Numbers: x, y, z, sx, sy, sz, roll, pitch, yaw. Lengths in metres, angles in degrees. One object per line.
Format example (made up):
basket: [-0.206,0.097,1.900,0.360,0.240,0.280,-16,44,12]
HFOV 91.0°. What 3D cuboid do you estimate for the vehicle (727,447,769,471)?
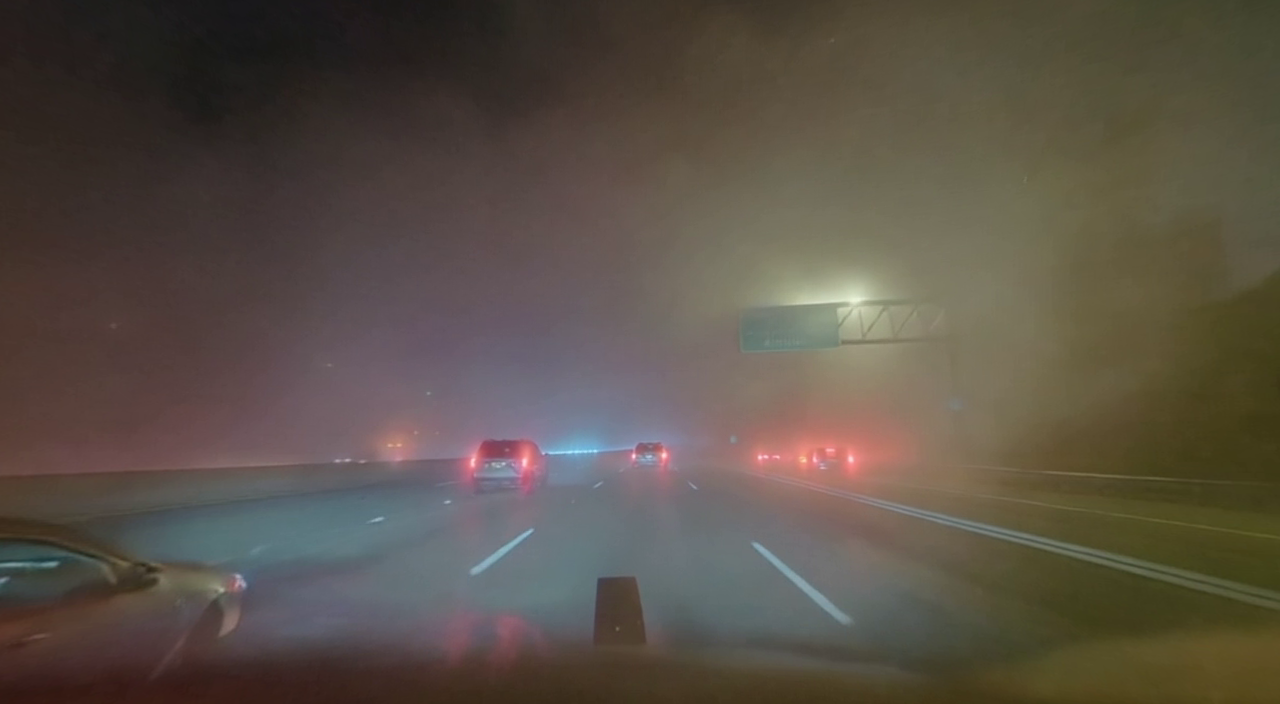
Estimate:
vehicle: [7.044,7.032,41.529,2.005,1.456,4.287,0,-9,0]

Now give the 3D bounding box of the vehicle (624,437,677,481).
vehicle: [0.494,4.987,29.594,2.270,1.862,4.949,0,-9,1]

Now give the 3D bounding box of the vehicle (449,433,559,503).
vehicle: [-3.774,3.311,18.345,2.142,1.759,4.297,0,-9,2]

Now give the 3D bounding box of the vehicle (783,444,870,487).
vehicle: [6.977,4.280,24.058,1.936,1.480,4.373,0,-9,0]
